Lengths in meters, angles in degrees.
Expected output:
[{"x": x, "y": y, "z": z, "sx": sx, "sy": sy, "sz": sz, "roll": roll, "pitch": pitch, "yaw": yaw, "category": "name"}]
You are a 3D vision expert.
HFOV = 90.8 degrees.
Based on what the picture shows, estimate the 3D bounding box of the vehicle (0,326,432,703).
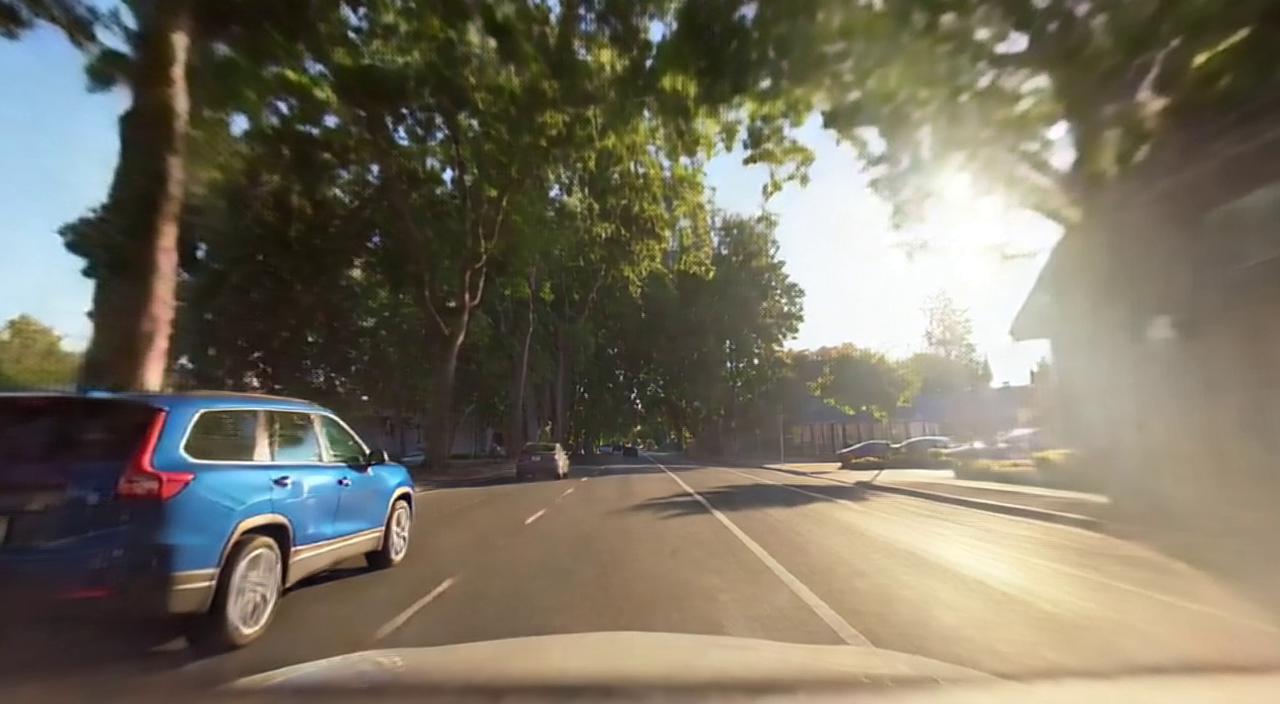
[{"x": -3.415, "y": 1.090, "z": 5.041, "sx": 2.042, "sy": 1.817, "sz": 4.364, "roll": 0, "pitch": -8, "yaw": -1, "category": "vehicle"}]

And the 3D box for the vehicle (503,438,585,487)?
[{"x": -3.139, "y": 3.729, "z": 21.644, "sx": 2.069, "sy": 1.470, "sz": 4.601, "roll": 0, "pitch": -8, "yaw": 1, "category": "vehicle"}]
